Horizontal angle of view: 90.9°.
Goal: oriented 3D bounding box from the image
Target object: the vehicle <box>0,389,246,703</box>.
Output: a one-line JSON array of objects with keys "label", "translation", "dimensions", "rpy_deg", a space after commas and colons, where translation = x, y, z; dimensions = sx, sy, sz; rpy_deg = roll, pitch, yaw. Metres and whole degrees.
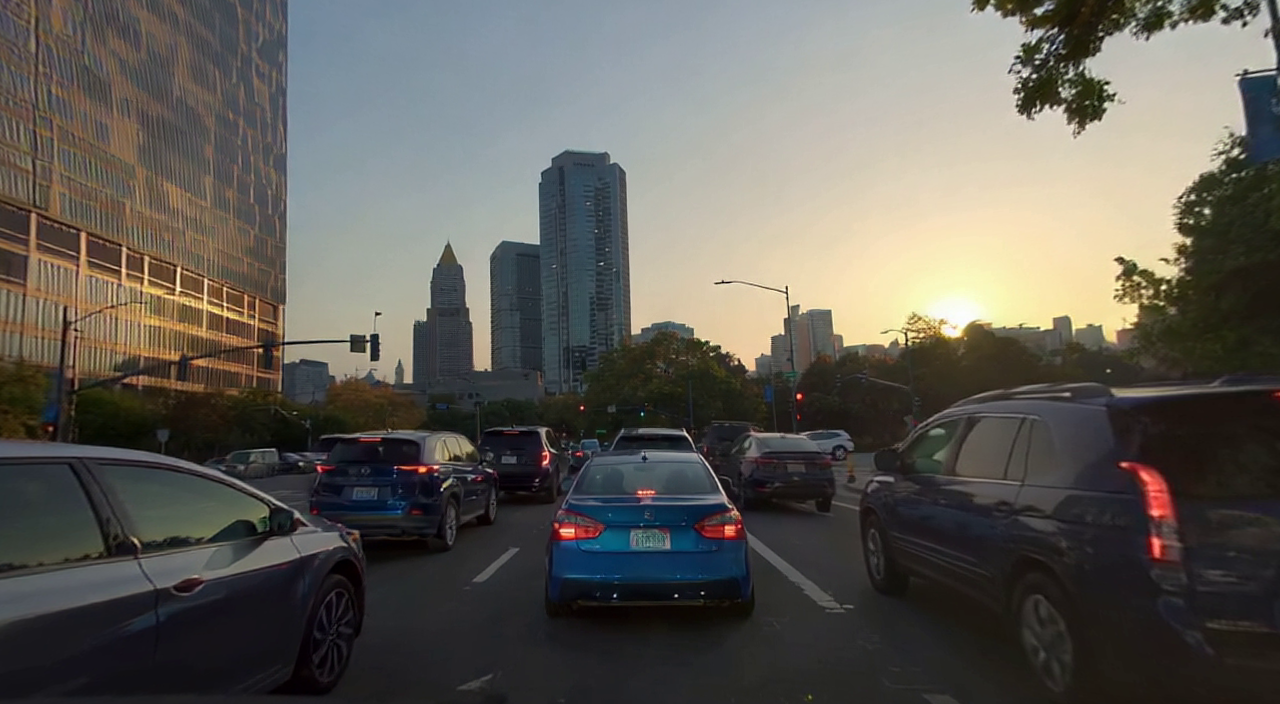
[{"label": "vehicle", "translation": [-3.393, 0.749, 1.238], "dimensions": [2.144, 1.505, 4.635], "rpy_deg": [-1, -9, 2]}]

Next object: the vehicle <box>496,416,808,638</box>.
[{"label": "vehicle", "translation": [0.080, 1.506, 6.397], "dimensions": [2.147, 1.507, 3.953], "rpy_deg": [0, -8, 0]}]

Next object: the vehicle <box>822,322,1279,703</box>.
[{"label": "vehicle", "translation": [3.056, 1.083, 4.542], "dimensions": [2.108, 1.785, 4.334], "rpy_deg": [0, -9, -1]}]

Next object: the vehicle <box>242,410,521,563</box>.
[{"label": "vehicle", "translation": [-3.374, 1.872, 9.500], "dimensions": [2.168, 1.719, 4.561], "rpy_deg": [-1, -8, 1]}]
